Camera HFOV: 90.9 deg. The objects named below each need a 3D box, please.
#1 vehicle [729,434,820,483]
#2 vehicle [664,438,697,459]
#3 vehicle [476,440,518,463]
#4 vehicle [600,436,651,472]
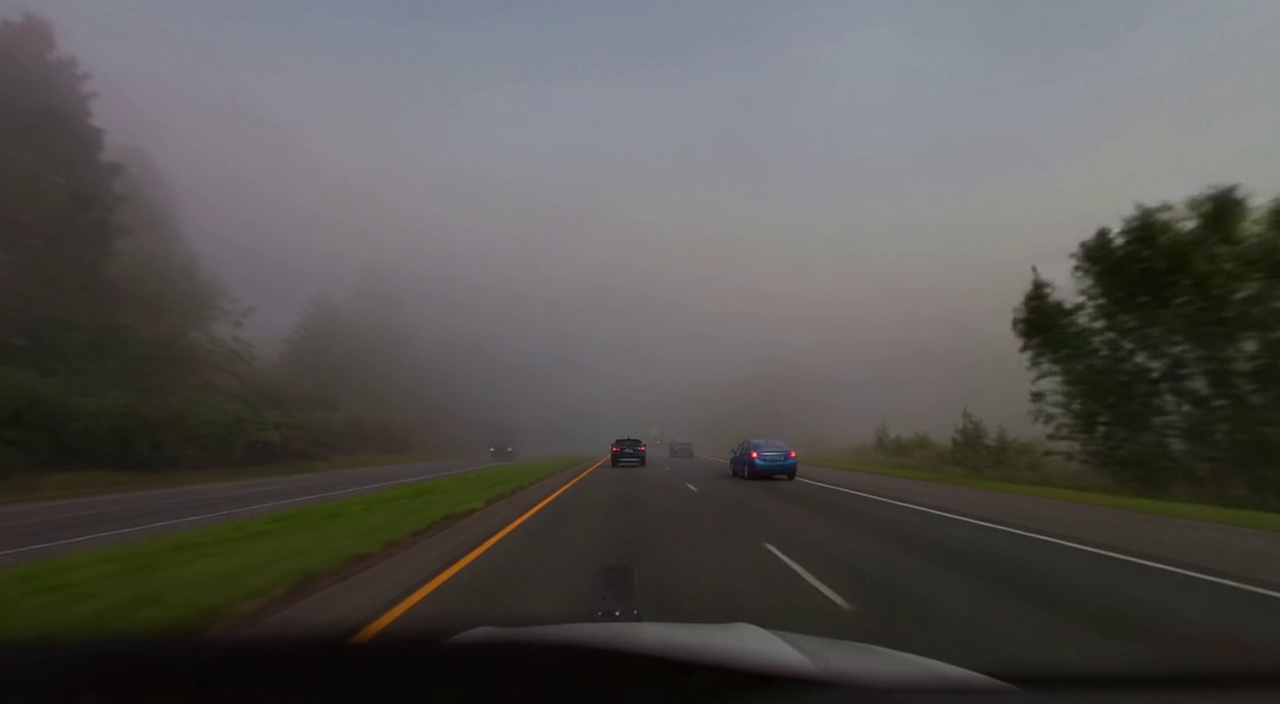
[{"bbox_3d":[4.511,3.606,21.829,2.066,1.526,4.216,0,-8,-2],"label":"vehicle"},{"bbox_3d":[2.907,7.042,46.318,2.004,1.469,4.472,0,-8,-2],"label":"vehicle"},{"bbox_3d":[-9.622,6.701,42.730,1.895,1.453,4.000,0,-8,0],"label":"vehicle"},{"bbox_3d":[-0.626,4.561,28.501,2.143,1.466,3.693,0,-7,-1],"label":"vehicle"}]
